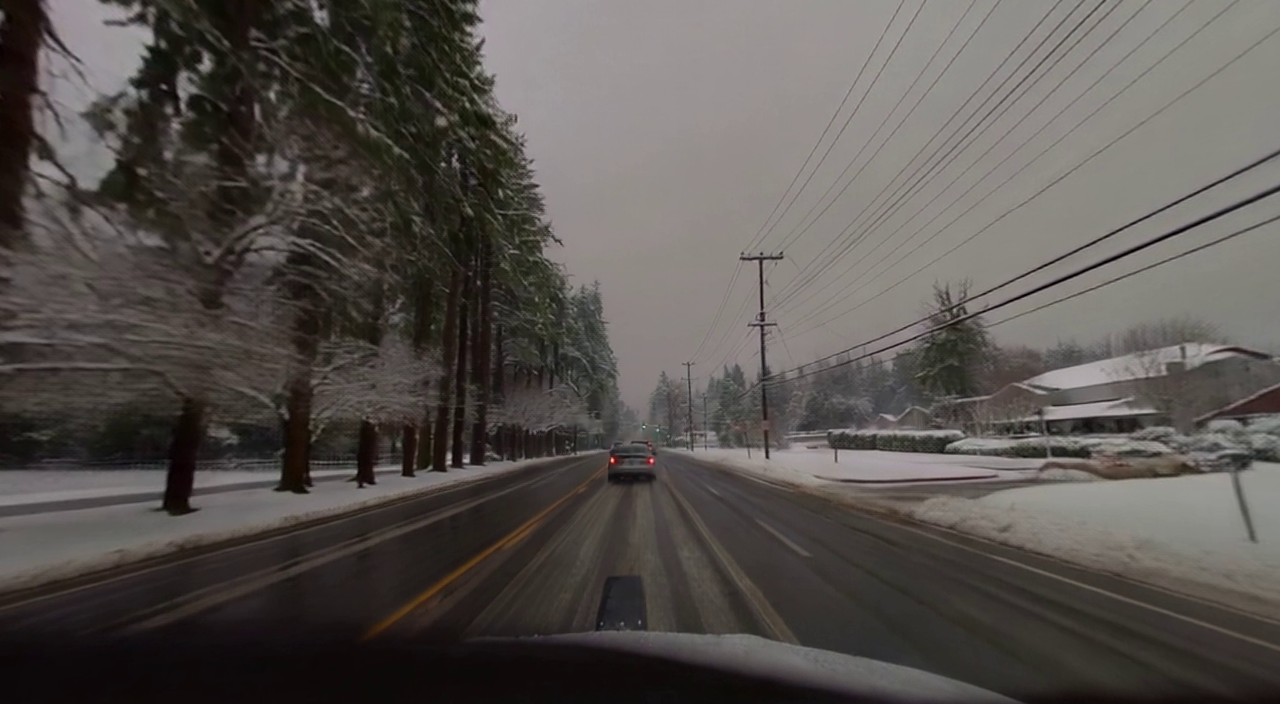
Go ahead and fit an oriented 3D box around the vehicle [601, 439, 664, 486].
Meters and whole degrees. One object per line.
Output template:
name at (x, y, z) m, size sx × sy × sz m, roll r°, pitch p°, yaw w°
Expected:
vehicle at (-0.239, 3.774, 21.736) m, size 1.991 × 1.463 × 3.988 m, roll 0°, pitch -8°, yaw 0°
